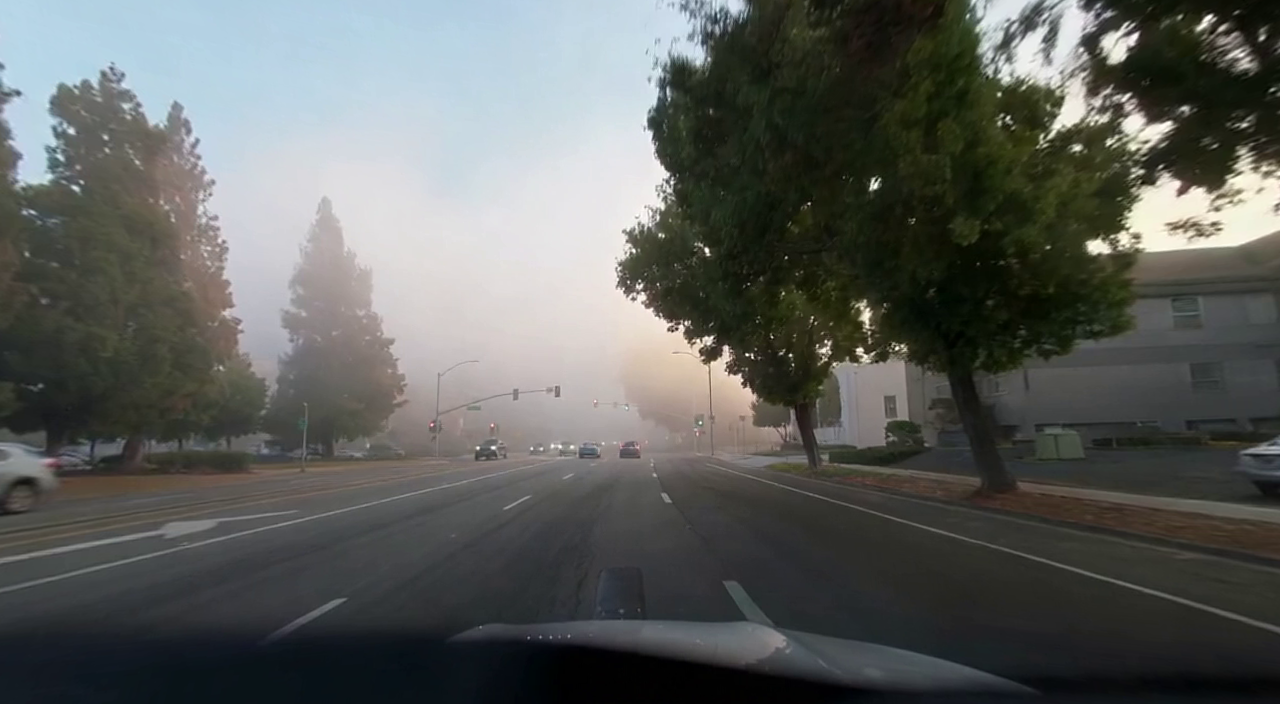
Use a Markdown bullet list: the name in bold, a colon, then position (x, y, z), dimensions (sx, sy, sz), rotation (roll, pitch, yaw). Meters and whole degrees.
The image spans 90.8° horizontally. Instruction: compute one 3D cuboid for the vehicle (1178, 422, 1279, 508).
- **vehicle**: position (12.895, 2.054, 11.698), dimensions (3.922, 1.449, 2.033), rotation (0, -9, 1)
